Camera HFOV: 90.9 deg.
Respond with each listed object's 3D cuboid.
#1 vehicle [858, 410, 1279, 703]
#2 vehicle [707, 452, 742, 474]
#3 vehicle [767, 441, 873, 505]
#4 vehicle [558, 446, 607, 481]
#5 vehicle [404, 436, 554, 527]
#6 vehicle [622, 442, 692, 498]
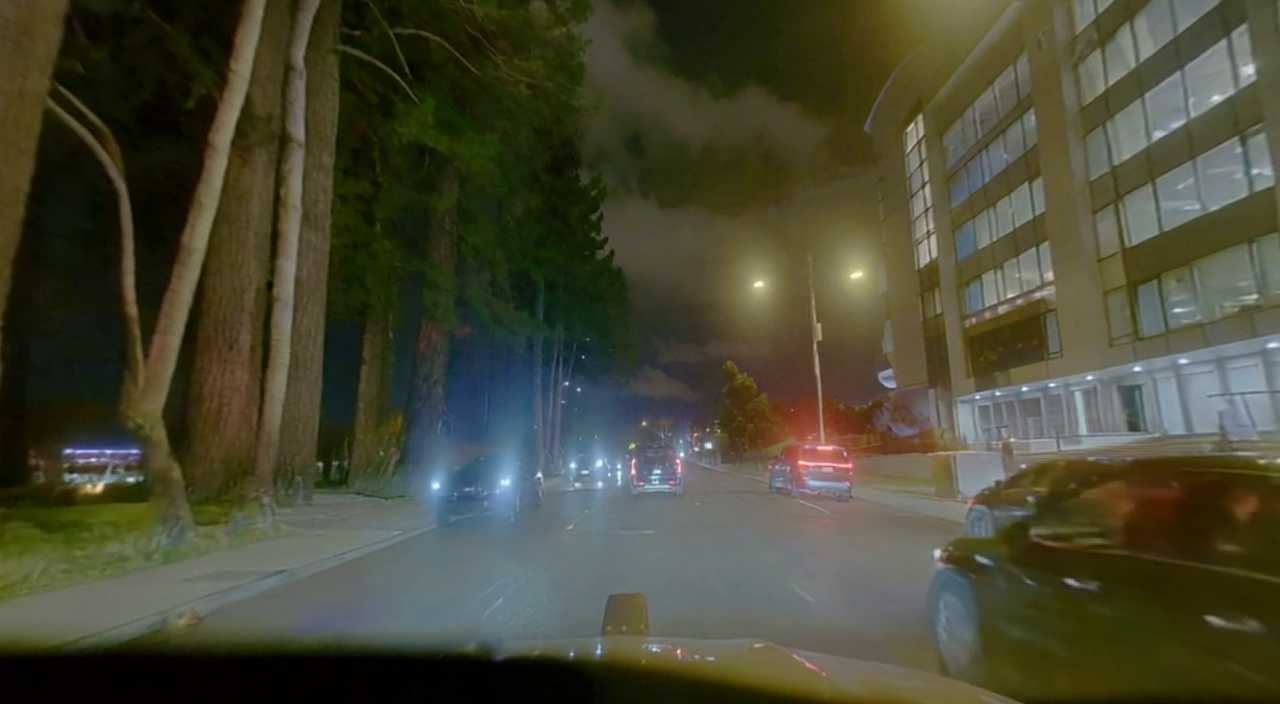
[{"bbox_3d":[2.869,1.166,3.318,1.991,1.536,4.116,0,-9,1],"label":"vehicle"},{"bbox_3d":[6.182,8.164,46.584,1.885,1.467,4.546,0,-9,0],"label":"vehicle"},{"bbox_3d":[5.680,3.852,20.599,2.059,1.813,4.637,0,-9,-1],"label":"vehicle"},{"bbox_3d":[-3.031,5.973,34.076,2.124,1.731,4.227,0,-9,2],"label":"vehicle"},{"bbox_3d":[-3.382,2.815,14.300,2.167,1.717,4.448,0,-9,1],"label":"vehicle"},{"bbox_3d":[0.534,3.827,20.786,2.105,1.653,3.887,0,-9,1],"label":"vehicle"}]
